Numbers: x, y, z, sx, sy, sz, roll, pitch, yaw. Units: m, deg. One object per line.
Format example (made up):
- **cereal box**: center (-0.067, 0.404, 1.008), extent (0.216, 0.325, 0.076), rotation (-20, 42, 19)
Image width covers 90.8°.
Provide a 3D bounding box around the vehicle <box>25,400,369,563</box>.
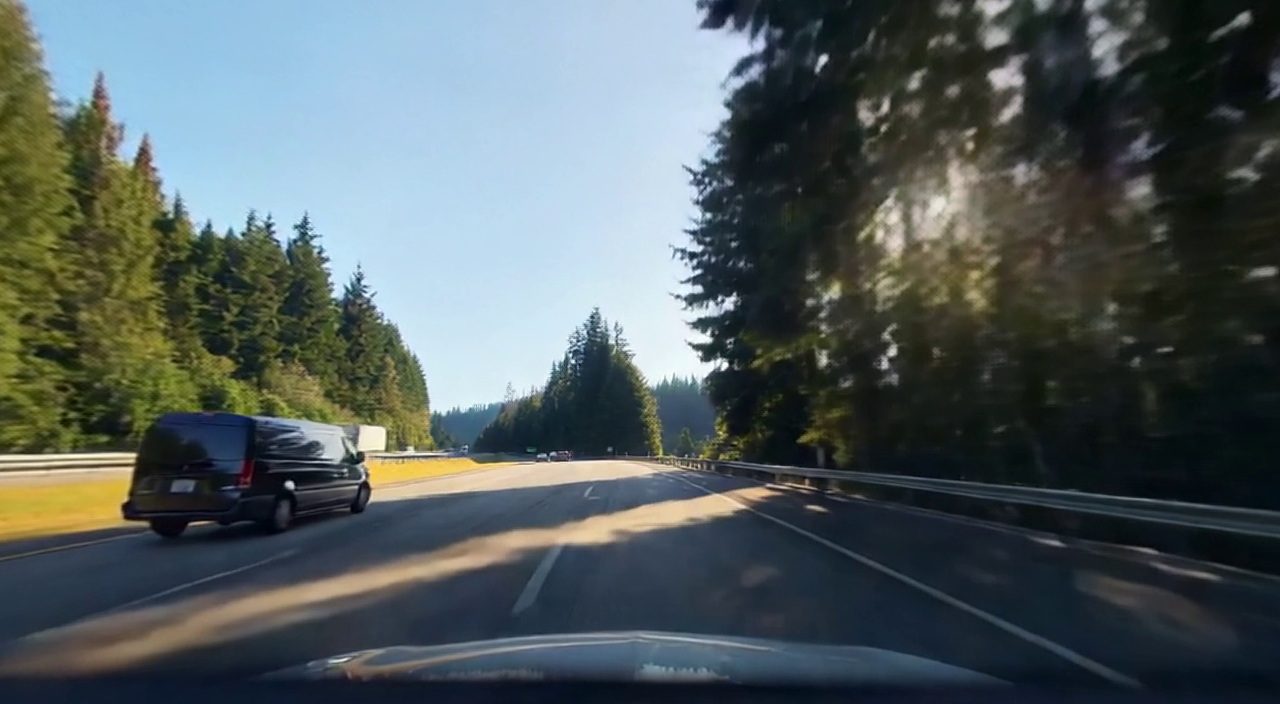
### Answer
- **vehicle**: center (-6.671, 2.020, 10.514), extent (2.197, 2.038, 4.919), rotation (0, -9, -2)
